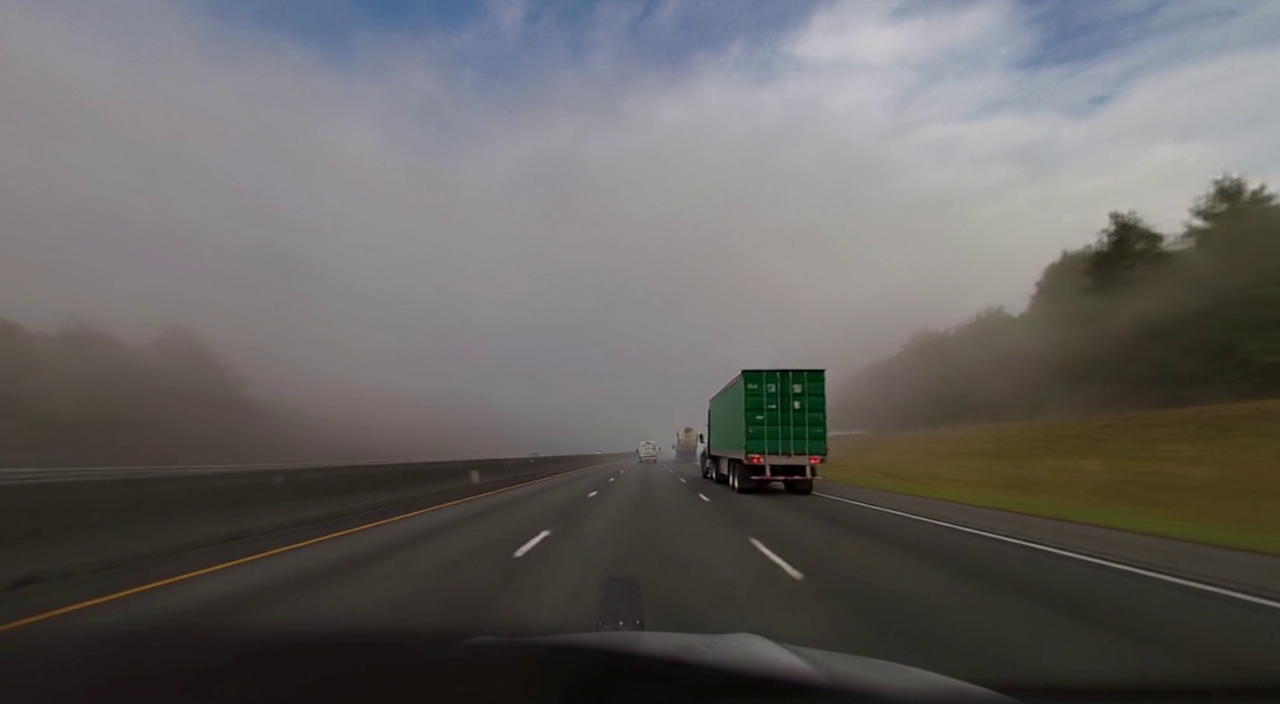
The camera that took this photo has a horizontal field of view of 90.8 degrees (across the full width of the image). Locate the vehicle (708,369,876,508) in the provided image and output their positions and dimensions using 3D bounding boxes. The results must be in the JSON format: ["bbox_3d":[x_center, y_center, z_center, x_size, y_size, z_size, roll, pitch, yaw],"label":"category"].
[{"bbox_3d":[4.181,2.772,19.898,2.960,3.381,8.914,0,-9,-1],"label":"vehicle"}]
